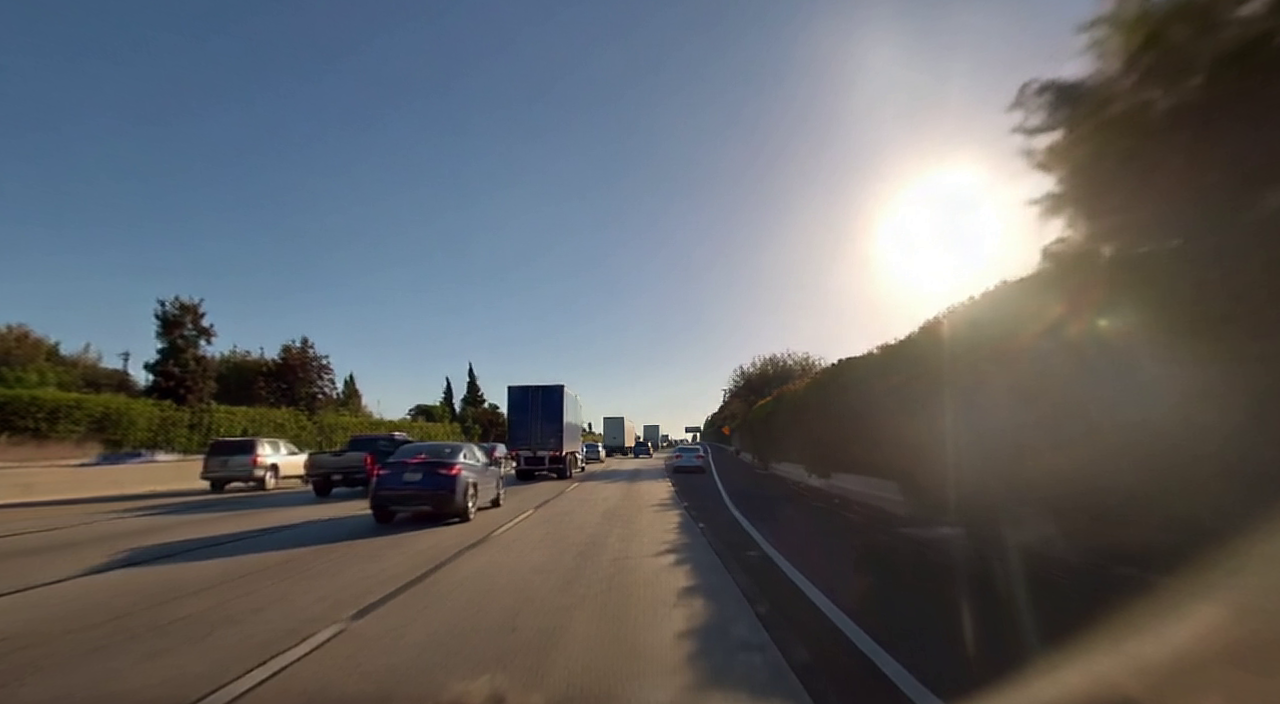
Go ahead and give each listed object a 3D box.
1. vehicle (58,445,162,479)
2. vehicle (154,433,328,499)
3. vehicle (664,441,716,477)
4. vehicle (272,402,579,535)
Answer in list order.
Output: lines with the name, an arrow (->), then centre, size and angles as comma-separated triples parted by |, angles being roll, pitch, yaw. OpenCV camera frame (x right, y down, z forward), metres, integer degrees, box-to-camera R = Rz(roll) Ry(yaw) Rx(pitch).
vehicle -> -25.496, 5.285, 30.514 | 1.730, 1.525, 3.746 | 0, -8, 1
vehicle -> -11.615, 3.332, 18.872 | 2.073, 1.722, 4.664 | 0, -8, 1
vehicle -> 2.204, 4.793, 28.550 | 2.176, 1.493, 3.955 | -1, -8, 3
vehicle -> -3.899, 2.831, 16.870 | 3.050, 1.964, 15.030 | 0, -8, 0
